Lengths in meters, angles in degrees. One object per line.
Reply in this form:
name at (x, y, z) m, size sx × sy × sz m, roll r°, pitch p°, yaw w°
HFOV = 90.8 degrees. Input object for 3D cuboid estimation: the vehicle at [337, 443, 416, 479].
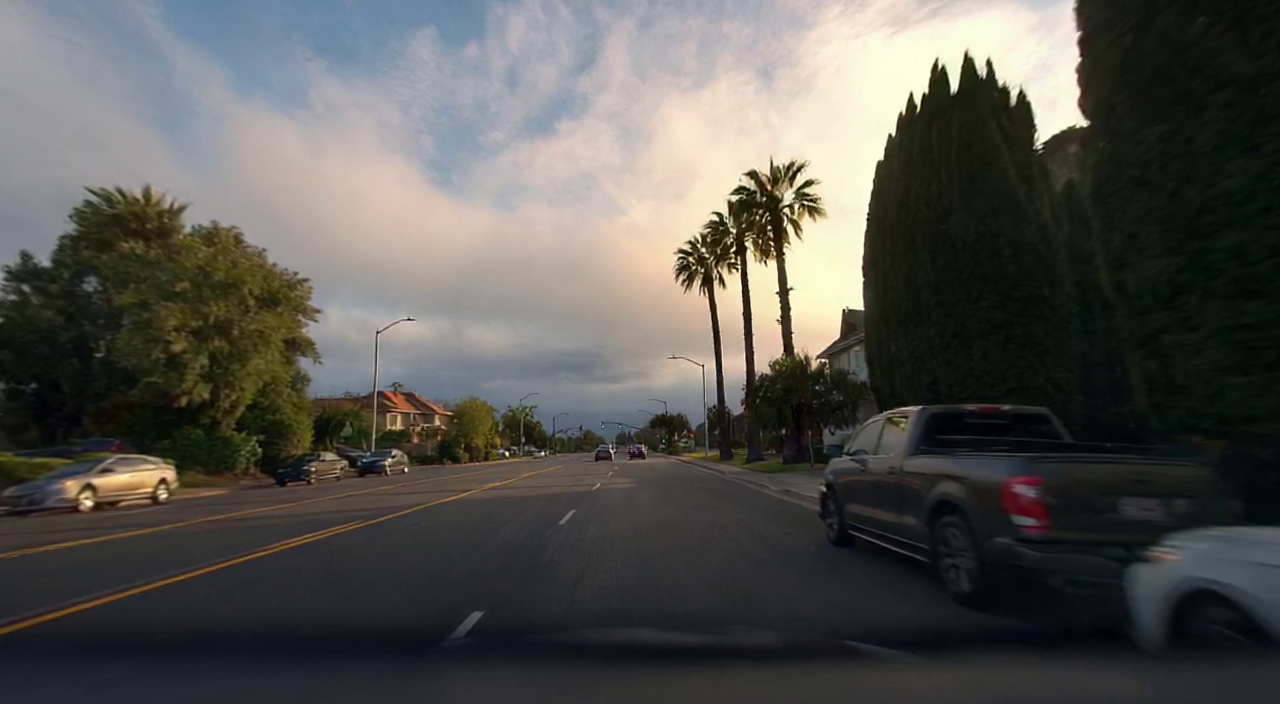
vehicle at (-14.277, 5.917, 34.626) m, size 2.143 × 1.808 × 5.265 m, roll 0°, pitch -9°, yaw -1°

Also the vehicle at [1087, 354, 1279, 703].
vehicle at (3.714, 0.655, 1.161) m, size 2.019 × 1.726 × 5.012 m, roll 0°, pitch -9°, yaw -1°

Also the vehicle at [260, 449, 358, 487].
vehicle at (-14.199, 4.978, 27.430) m, size 1.883 × 1.496 × 4.445 m, roll 0°, pitch -9°, yaw -1°

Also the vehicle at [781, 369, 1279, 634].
vehicle at (3.508, 1.448, 7.174) m, size 2.435 × 1.872 × 5.153 m, roll 0°, pitch -9°, yaw -2°

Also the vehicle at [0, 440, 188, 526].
vehicle at (-13.851, 3.077, 15.472) m, size 2.118 × 1.750 × 4.655 m, roll 0°, pitch -9°, yaw -1°
